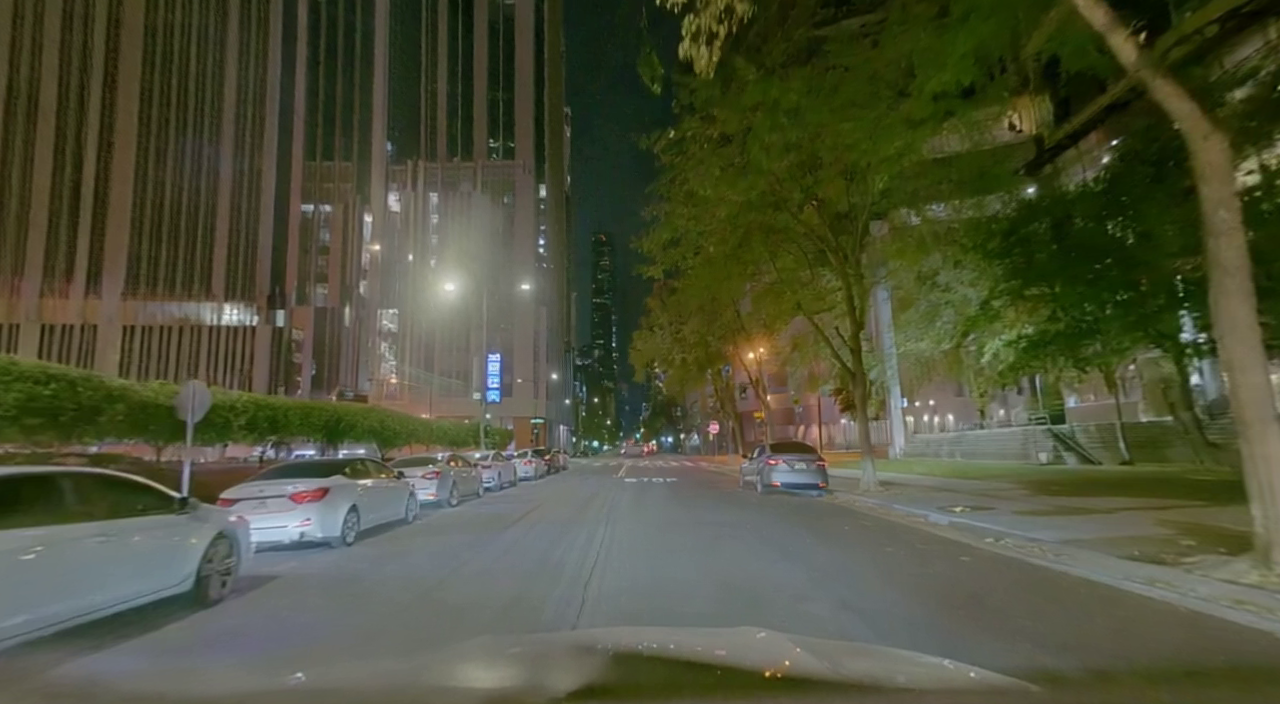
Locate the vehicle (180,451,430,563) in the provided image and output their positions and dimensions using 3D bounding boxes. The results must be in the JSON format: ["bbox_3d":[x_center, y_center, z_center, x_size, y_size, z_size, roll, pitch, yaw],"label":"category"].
[{"bbox_3d":[-5.378,2.498,10.956,2.089,1.463,4.350,0,-8,-2],"label":"vehicle"}]

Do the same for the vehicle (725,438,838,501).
[{"bbox_3d":[3.844,3.260,17.937,1.978,1.554,4.192,0,-8,-4],"label":"vehicle"}]

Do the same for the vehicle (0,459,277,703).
[{"bbox_3d":[-4.953,1.569,4.627,1.931,1.435,4.440,0,-8,0],"label":"vehicle"}]
